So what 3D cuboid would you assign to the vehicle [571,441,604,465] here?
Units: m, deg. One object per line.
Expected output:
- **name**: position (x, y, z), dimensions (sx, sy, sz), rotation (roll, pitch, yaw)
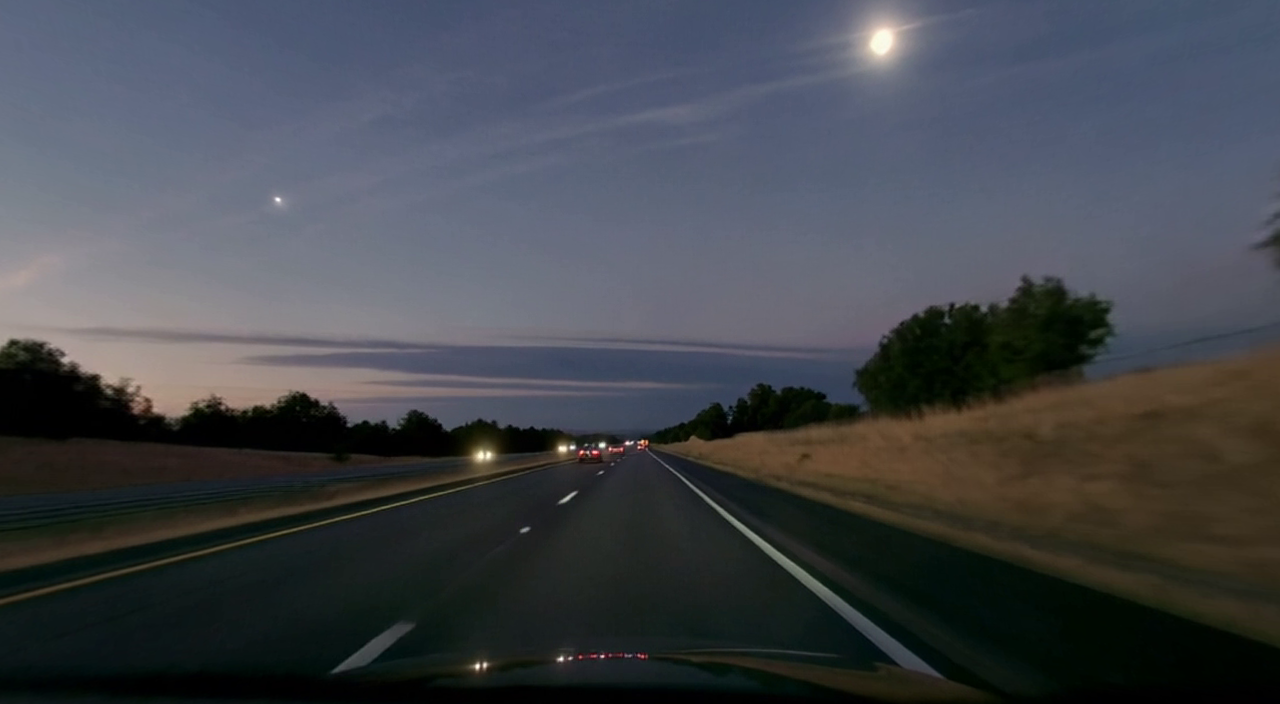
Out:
- **vehicle**: position (-3.918, 7.640, 47.632), dimensions (2.132, 1.701, 4.303), rotation (0, -9, 0)
